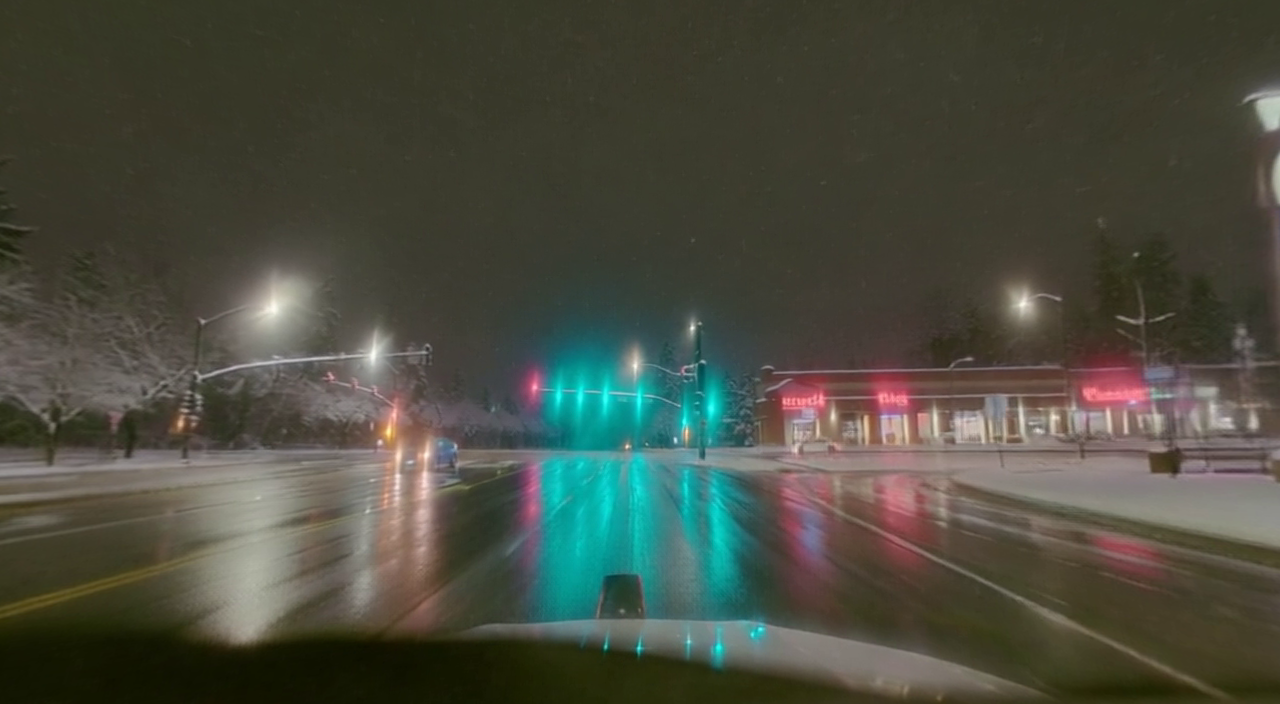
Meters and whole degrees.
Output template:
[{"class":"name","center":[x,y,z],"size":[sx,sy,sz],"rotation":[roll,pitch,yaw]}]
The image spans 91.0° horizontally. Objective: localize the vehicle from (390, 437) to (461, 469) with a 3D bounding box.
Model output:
[{"class":"vehicle","center":[-10.721,5.095,31.851],"size":[1.924,1.502,4.727],"rotation":[0,-9,0]}]
